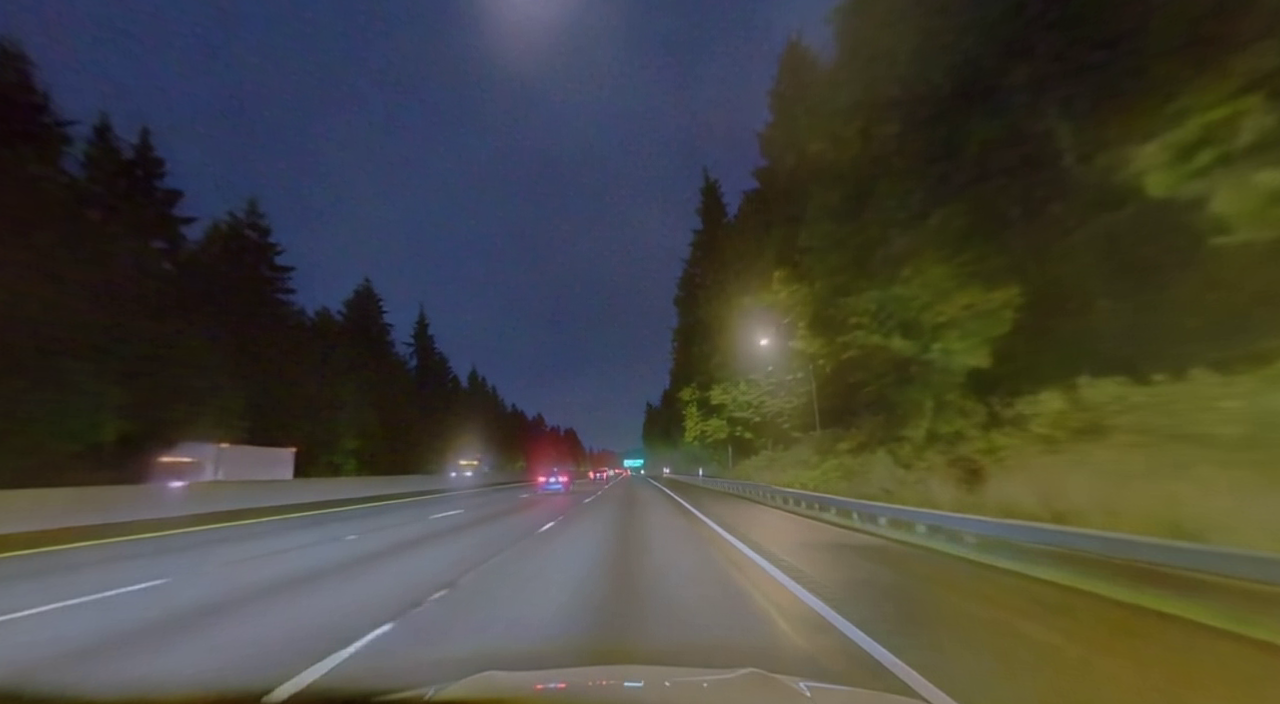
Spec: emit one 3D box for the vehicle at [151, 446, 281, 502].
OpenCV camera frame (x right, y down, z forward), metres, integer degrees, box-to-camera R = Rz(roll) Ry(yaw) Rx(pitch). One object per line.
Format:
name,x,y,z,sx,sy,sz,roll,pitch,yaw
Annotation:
vehicle,-24.530,7.134,37.018,2.603,2.942,6.912,1,-11,1

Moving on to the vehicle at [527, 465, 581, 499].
vehicle,-4.157,6.363,31.059,1.995,1.467,4.467,1,-11,0
